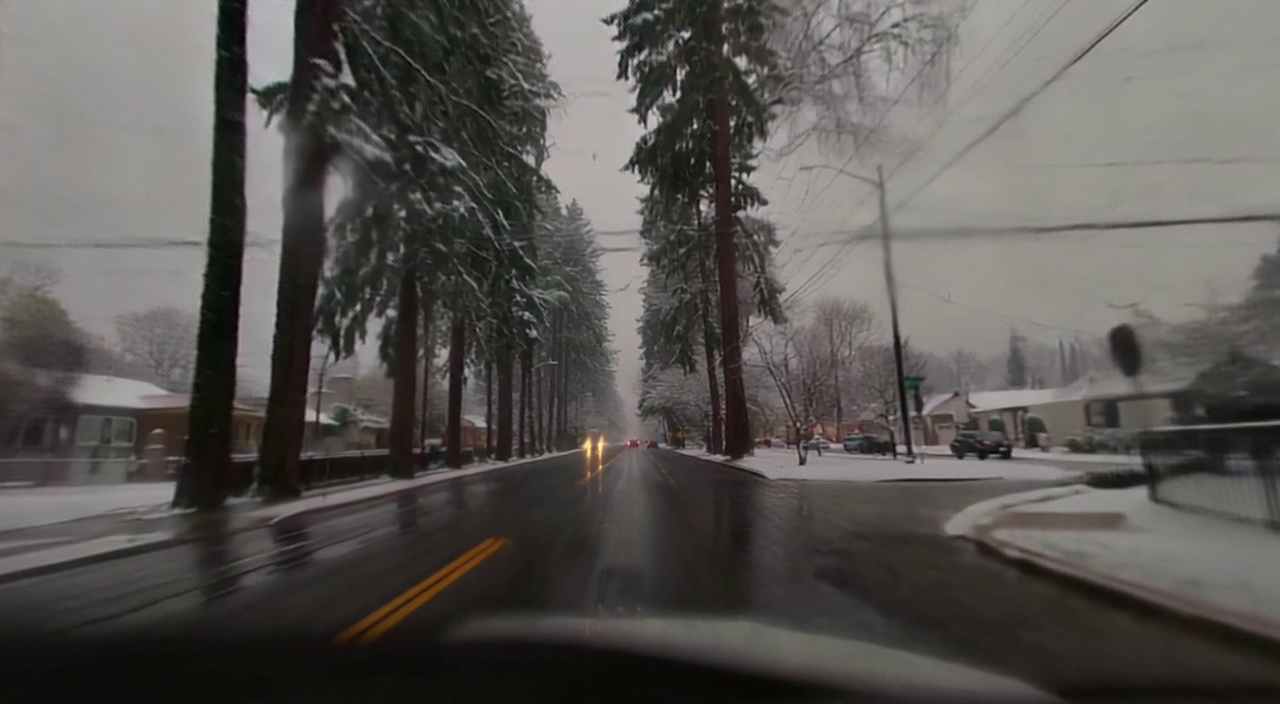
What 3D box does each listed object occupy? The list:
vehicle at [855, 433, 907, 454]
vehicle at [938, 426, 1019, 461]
[{"bbox_3d":[17.780,6.784,46.883,1.813,1.464,4.925,0,-9,-2],"label":"vehicle"},{"bbox_3d":[18.224,4.977,34.288,1.936,1.722,4.562,0,-9,1],"label":"vehicle"}]
